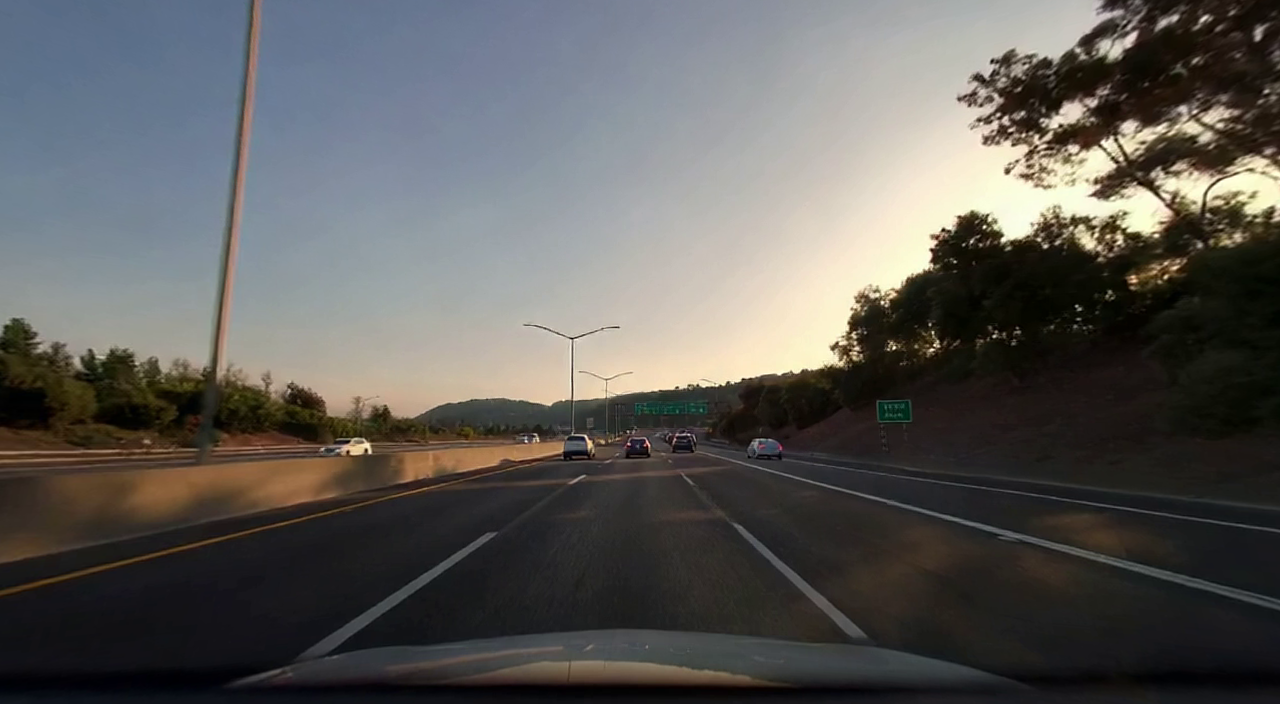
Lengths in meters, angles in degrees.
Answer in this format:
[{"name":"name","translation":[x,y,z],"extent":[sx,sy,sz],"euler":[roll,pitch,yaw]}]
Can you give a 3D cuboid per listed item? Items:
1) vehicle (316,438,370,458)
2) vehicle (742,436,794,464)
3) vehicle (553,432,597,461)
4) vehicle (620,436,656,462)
[{"name":"vehicle","translation":[-22.937,7.458,48.989],"extent":[1.970,1.465,4.722],"euler":[0,-9,0]},{"name":"vehicle","translation":[7.281,5.639,36.437],"extent":[1.935,1.478,4.433],"euler":[0,-9,-1]},{"name":"vehicle","translation":[-3.902,5.836,38.860],"extent":[2.123,1.661,4.601],"euler":[0,-8,1]},{"name":"vehicle","translation":[-0.134,5.731,37.298],"extent":[1.985,1.457,4.227],"euler":[0,-8,0]}]
